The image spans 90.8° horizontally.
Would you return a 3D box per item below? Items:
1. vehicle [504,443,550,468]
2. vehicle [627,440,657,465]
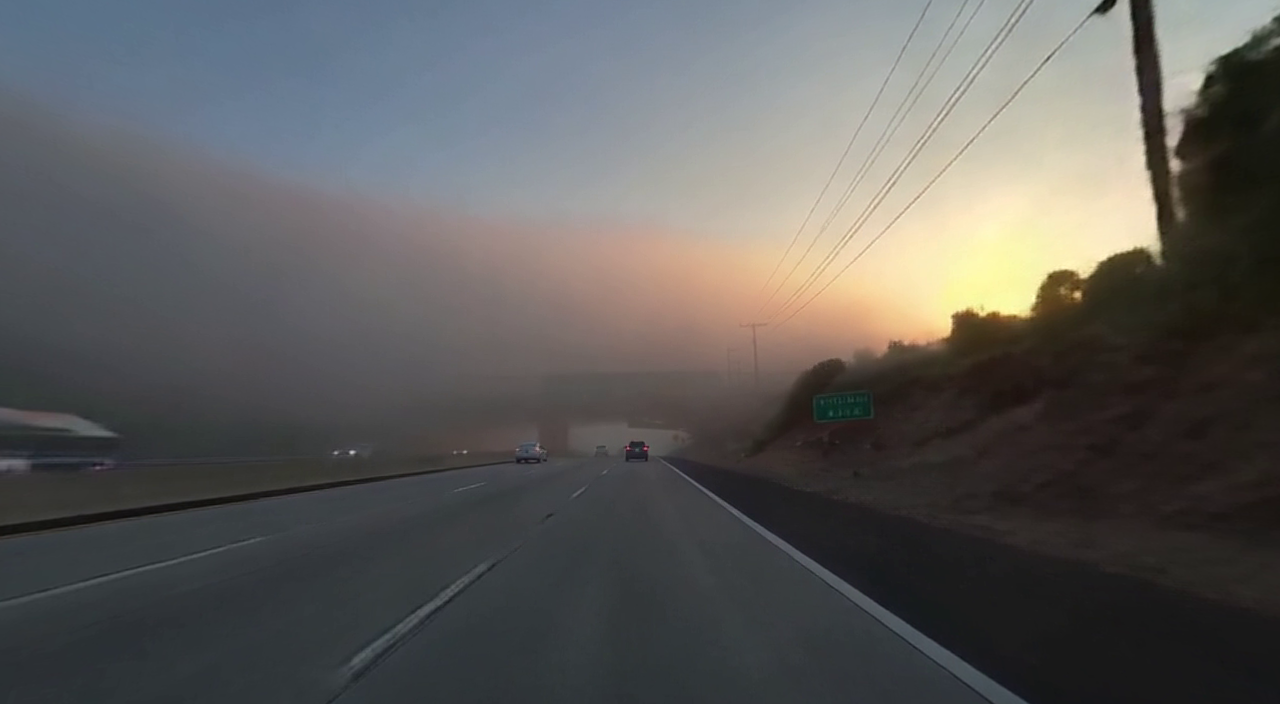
[{"bbox_3d":[-7.138,6.567,40.366,2.077,1.511,4.323,0,-8,1],"label":"vehicle"},{"bbox_3d":[0.116,7.255,45.580,2.063,1.715,4.299,0,-8,0],"label":"vehicle"}]
